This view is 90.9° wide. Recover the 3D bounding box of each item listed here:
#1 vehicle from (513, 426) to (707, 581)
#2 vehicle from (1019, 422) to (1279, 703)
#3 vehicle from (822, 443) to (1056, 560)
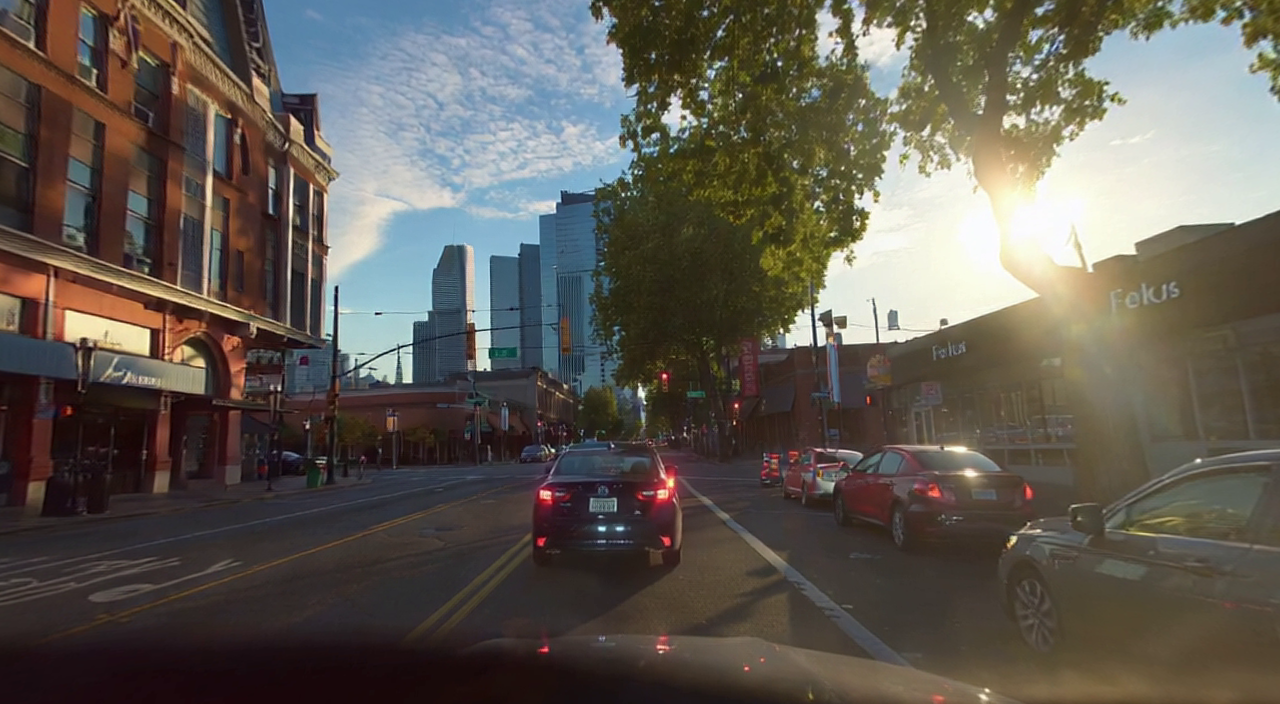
[{"bbox_3d":[-0.337,1.751,8.066,1.888,1.489,3.703,0,-8,-2],"label":"vehicle"},{"bbox_3d":[3.179,0.827,1.104,2.006,1.496,4.767,0,-9,-1],"label":"vehicle"},{"bbox_3d":[4.588,2.295,10.615,1.912,1.505,4.618,-1,-8,4],"label":"vehicle"}]
